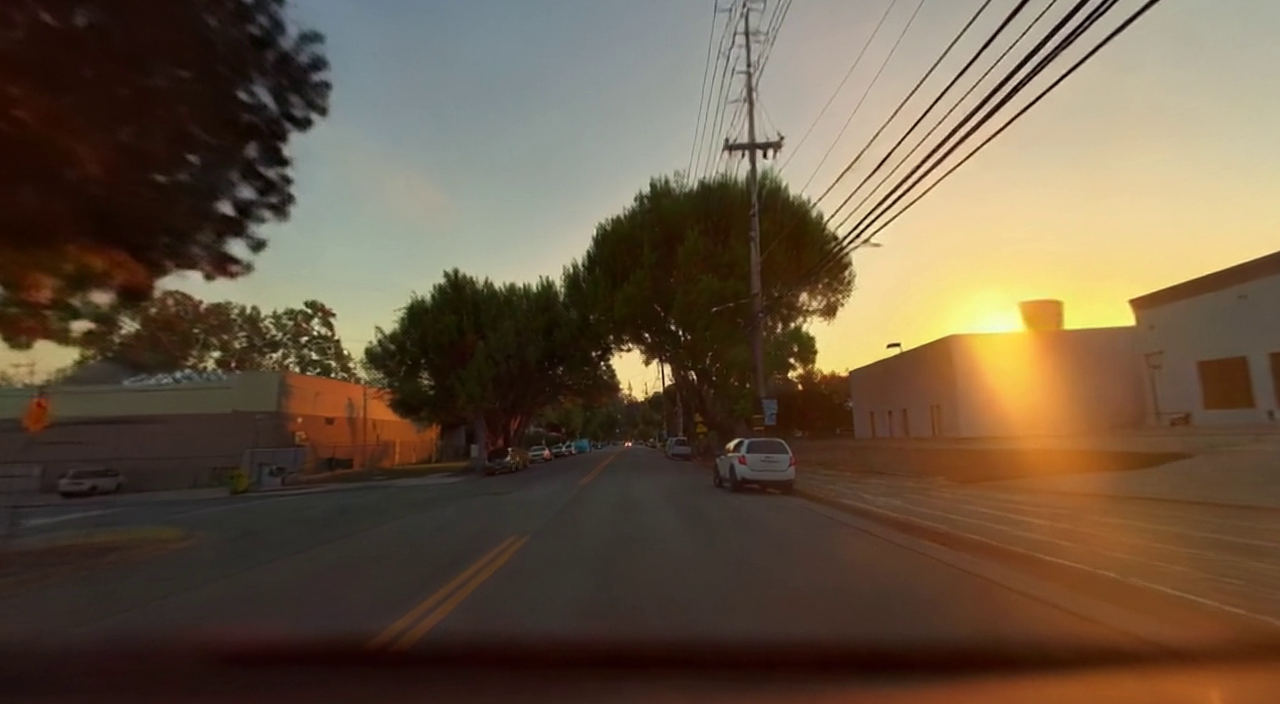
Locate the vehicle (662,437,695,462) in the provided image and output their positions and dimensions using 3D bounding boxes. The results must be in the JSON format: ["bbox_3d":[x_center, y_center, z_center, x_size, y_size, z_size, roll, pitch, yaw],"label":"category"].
[{"bbox_3d":[2.977,7.620,49.449,2.120,1.869,4.773,0,-8,-2],"label":"vehicle"}]

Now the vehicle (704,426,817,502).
[{"bbox_3d":[3.170,3.080,17.859,2.138,1.820,5.218,0,-8,0],"label":"vehicle"}]

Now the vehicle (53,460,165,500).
[{"bbox_3d":[-25.837,6.211,30.971,1.803,1.469,4.240,-2,-6,1],"label":"vehicle"}]
